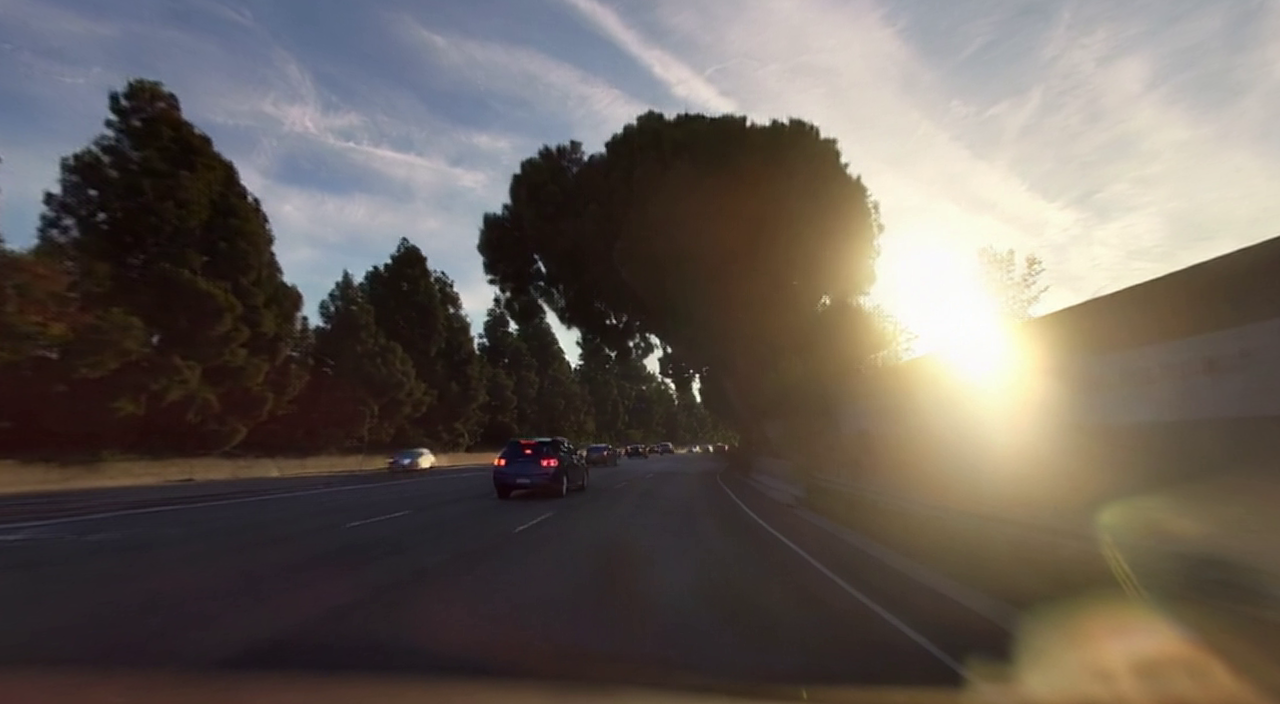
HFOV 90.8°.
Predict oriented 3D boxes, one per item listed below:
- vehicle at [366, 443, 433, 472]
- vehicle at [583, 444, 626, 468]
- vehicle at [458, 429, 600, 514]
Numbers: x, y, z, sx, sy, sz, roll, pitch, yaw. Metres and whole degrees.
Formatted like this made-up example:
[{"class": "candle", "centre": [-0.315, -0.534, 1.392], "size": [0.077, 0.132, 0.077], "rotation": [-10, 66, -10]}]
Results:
[{"class": "vehicle", "centre": [-15.086, 6.642, 39.948], "size": [1.918, 1.628, 4.502], "rotation": [-1, -9, 9]}, {"class": "vehicle", "centre": [-2.296, 6.931, 42.290], "size": [1.860, 1.442, 4.332], "rotation": [-1, -9, 10]}, {"class": "vehicle", "centre": [-2.373, 2.730, 14.943], "size": [2.082, 1.638, 4.644], "rotation": [0, -9, 6]}]
